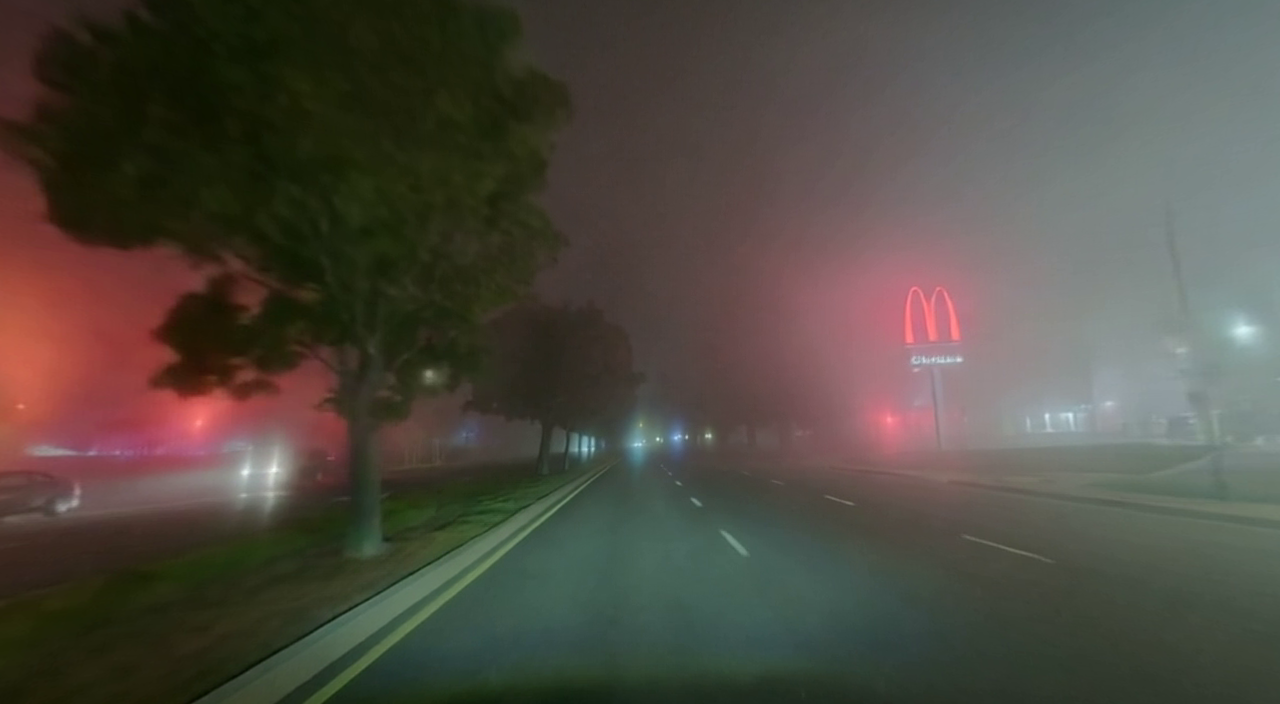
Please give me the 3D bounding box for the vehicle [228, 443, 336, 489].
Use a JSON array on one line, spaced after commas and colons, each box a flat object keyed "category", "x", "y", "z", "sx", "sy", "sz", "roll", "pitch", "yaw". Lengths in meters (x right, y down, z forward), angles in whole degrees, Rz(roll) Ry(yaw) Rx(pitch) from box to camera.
[{"category": "vehicle", "x": -19.449, "y": 6.159, "z": 34.771, "sx": 2.648, "sy": 2.106, "sz": 6.148, "roll": -2, "pitch": -8, "yaw": -3}]
